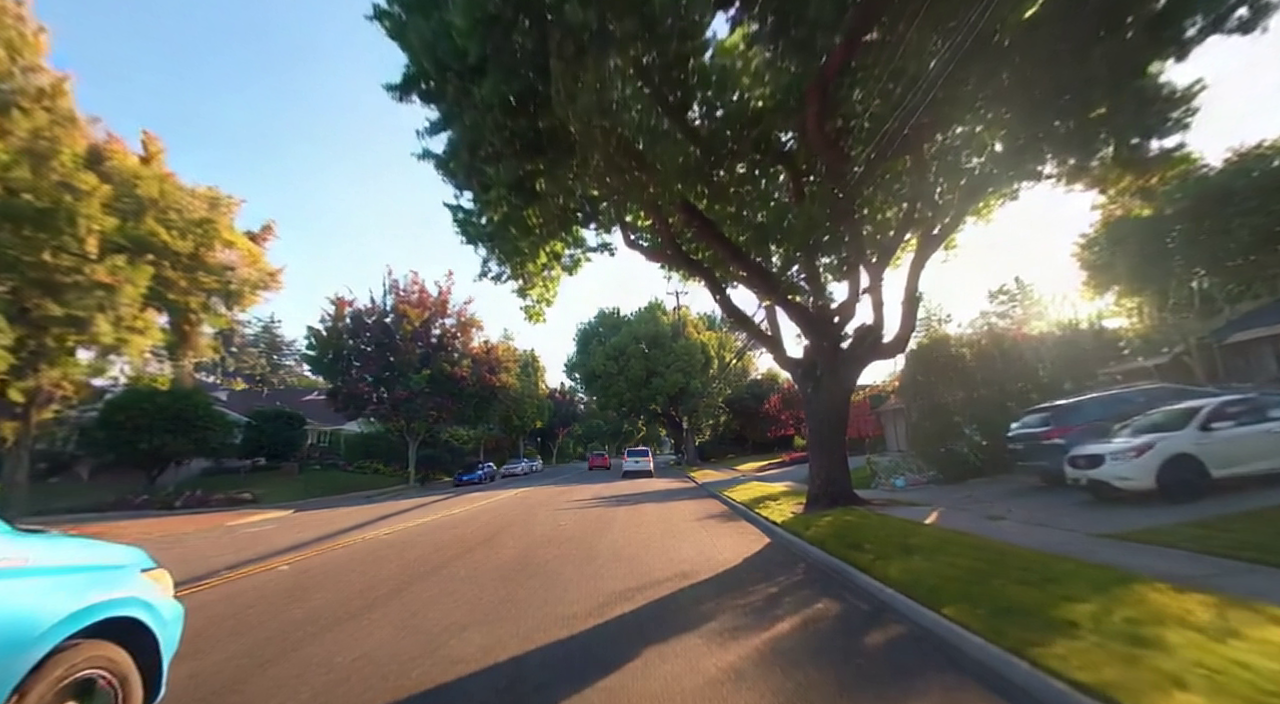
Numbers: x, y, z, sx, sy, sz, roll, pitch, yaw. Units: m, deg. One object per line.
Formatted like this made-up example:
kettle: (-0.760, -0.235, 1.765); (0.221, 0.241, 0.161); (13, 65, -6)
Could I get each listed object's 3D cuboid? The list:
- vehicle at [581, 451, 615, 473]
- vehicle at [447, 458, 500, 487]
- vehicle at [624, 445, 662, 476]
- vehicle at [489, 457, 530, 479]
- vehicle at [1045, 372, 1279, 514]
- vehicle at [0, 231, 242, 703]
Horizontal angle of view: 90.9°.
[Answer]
vehicle: (-2.917, 7.777, 44.640); (1.968, 1.472, 4.489); (0, -9, 2)
vehicle: (-9.815, 7.150, 37.517); (1.879, 1.494, 4.445); (-2, -9, 1)
vehicle: (0.205, 6.359, 37.193); (2.120, 1.718, 3.909); (0, -9, 0)
vehicle: (-9.606, 8.602, 46.873); (2.068, 1.480, 4.641); (0, -9, 0)
vehicle: (8.884, 1.283, 9.537); (3.992, 1.722, 1.911); (-6, -9, 2)
vehicle: (-3.362, 0.397, 0.424); (2.336, 2.152, 5.866); (0, -9, 0)
